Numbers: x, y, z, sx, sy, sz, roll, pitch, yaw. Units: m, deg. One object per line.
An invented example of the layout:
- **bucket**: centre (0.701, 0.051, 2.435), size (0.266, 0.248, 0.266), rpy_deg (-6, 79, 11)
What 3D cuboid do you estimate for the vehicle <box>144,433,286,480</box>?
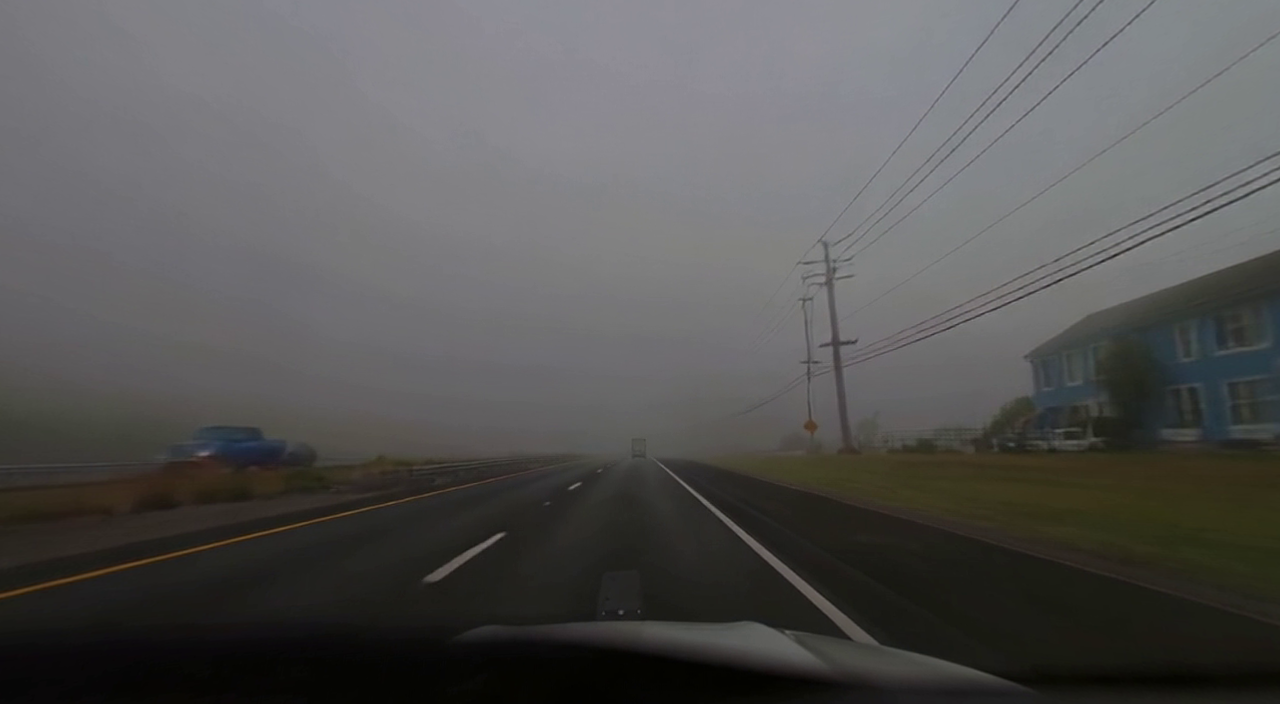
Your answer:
- **vehicle**: centre (-21.346, 5.281, 32.190), size (2.613, 2.110, 6.543), rpy_deg (0, -9, 1)
